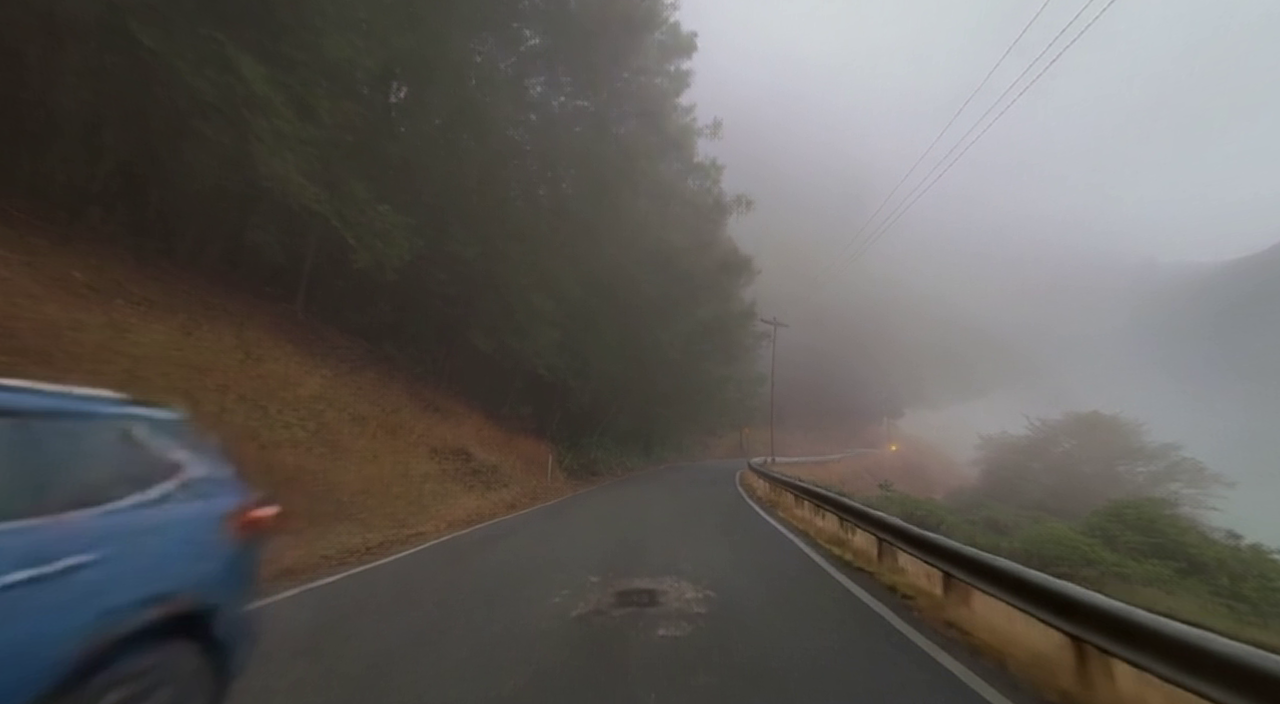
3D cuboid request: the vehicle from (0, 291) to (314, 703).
[{"bbox_3d":[-2.810,0.605,0.653,2.251,1.799,4.776,0,-9,2],"label":"vehicle"}]
